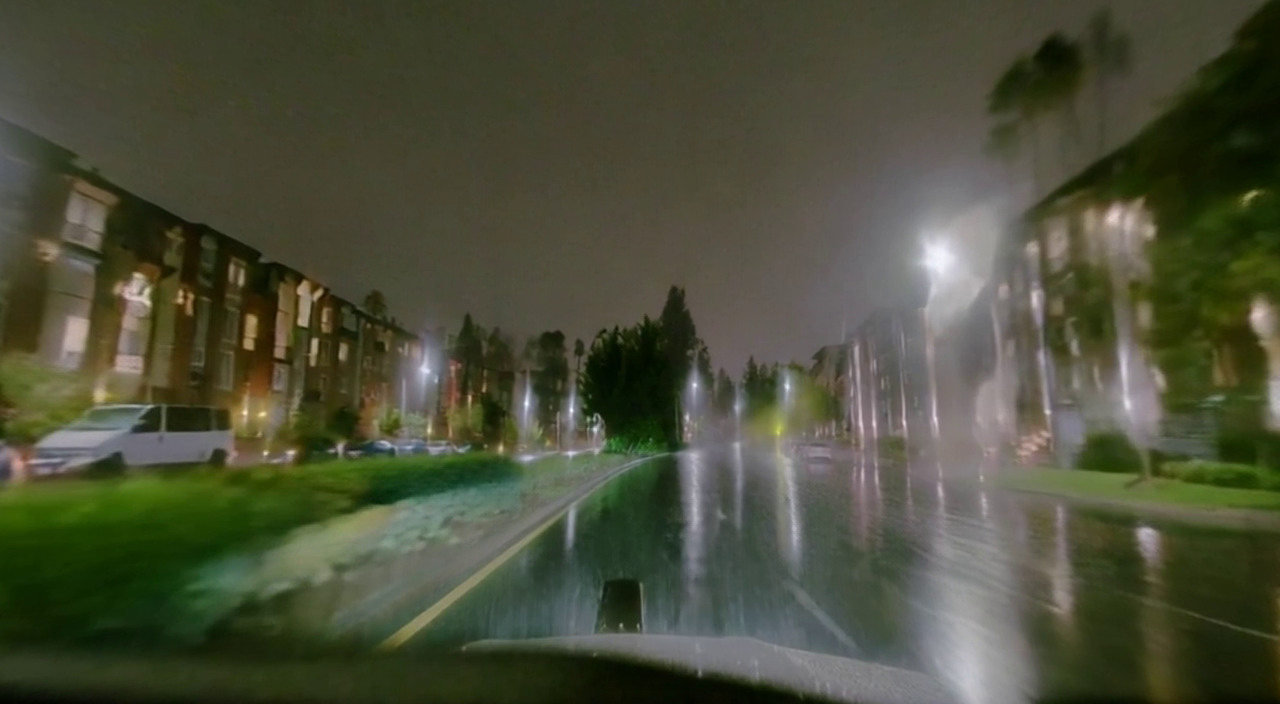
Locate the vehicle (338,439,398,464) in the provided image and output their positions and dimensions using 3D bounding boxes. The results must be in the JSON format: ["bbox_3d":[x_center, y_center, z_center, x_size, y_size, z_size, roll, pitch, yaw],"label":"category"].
[{"bbox_3d":[-17.520,6.458,40.983,1.854,1.490,4.331,-2,-9,2],"label":"vehicle"}]

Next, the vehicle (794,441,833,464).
[{"bbox_3d":[12.734,7.410,46.740,1.992,1.615,4.460,-1,-9,5],"label":"vehicle"}]

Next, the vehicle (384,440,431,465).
[{"bbox_3d":[-17.086,7.402,46.598,1.686,1.671,4.477,-1,-9,1],"label":"vehicle"}]

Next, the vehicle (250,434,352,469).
[{"bbox_3d":[-17.994,5.331,33.953,2.076,1.703,5.595,0,-9,4],"label":"vehicle"}]

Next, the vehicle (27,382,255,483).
[{"bbox_3d":[-18.448,3.137,24.156,2.766,3.279,6.821,0,-9,3],"label":"vehicle"}]
